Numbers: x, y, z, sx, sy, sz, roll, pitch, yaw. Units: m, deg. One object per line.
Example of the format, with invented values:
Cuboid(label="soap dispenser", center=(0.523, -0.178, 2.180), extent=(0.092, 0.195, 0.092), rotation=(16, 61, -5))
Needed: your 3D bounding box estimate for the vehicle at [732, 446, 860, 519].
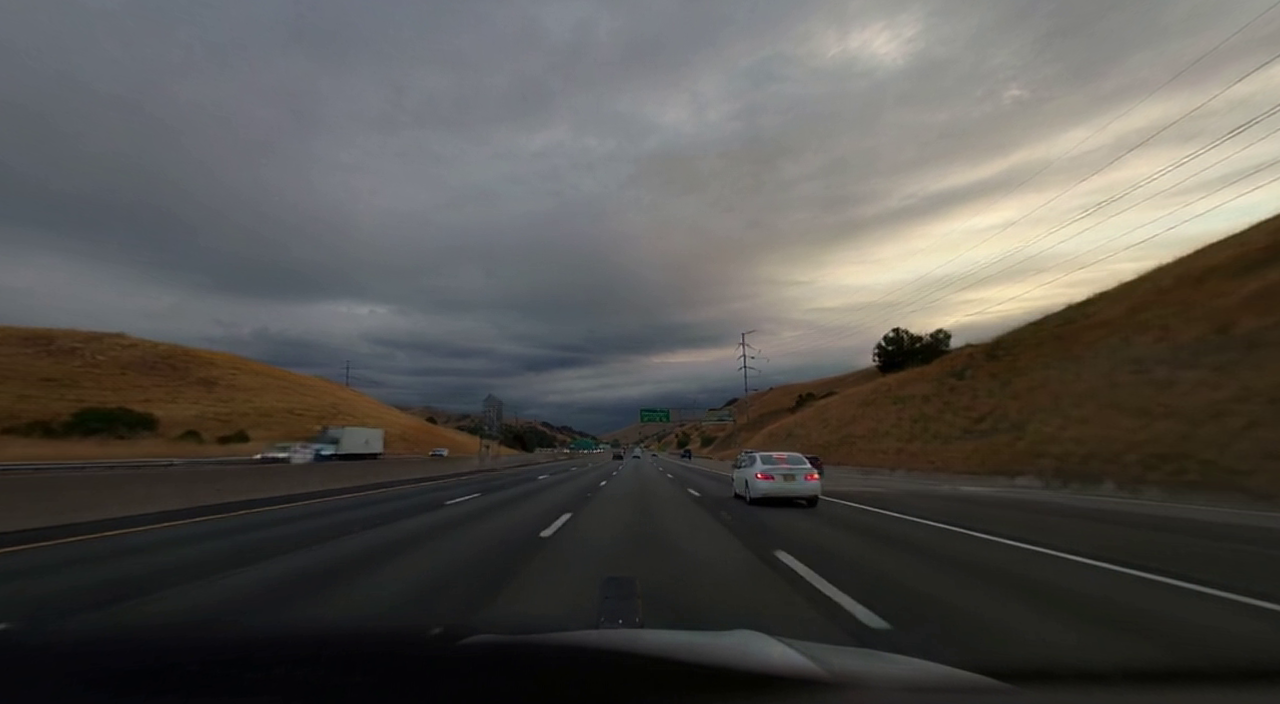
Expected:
Cuboid(label="vehicle", center=(3.680, 3.149, 15.816), extent=(2.086, 1.542, 4.355), rotation=(0, -9, 0))

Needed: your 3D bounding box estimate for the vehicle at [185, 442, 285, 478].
Cuboid(label="vehicle", center=(-17.919, 4.776, 28.135), extent=(1.749, 1.471, 4.110), rotation=(0, -9, -1))
